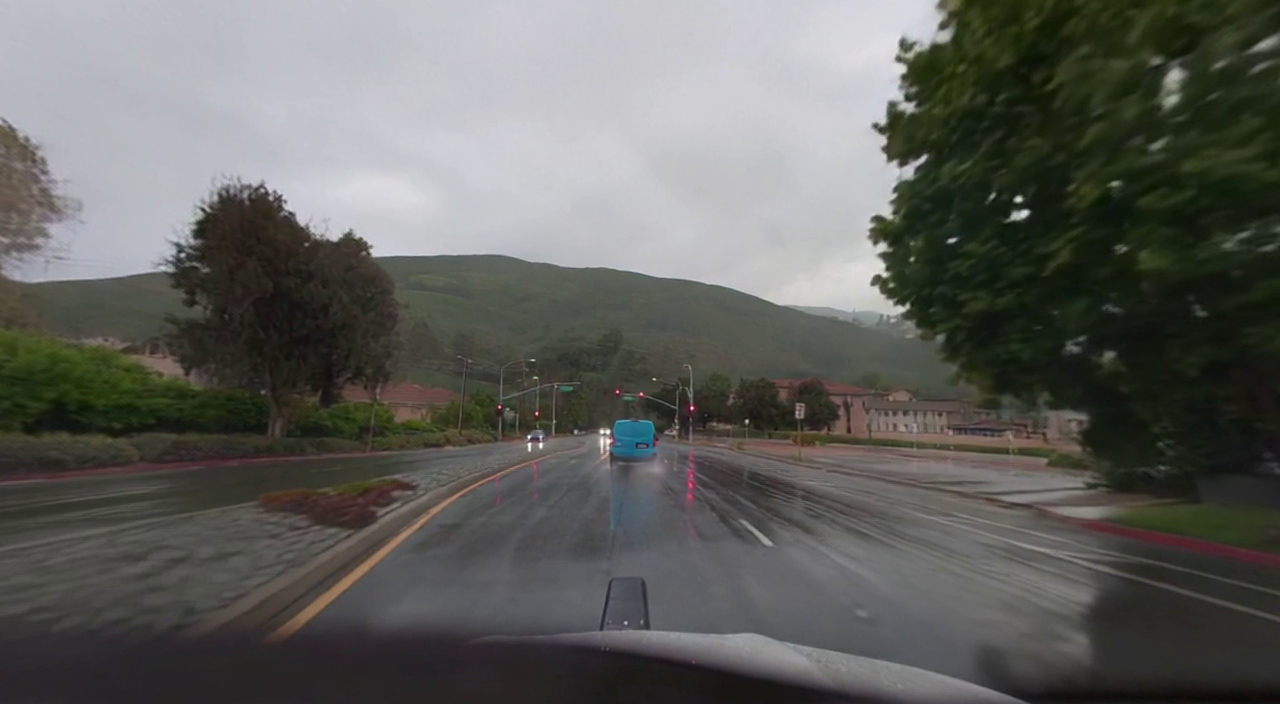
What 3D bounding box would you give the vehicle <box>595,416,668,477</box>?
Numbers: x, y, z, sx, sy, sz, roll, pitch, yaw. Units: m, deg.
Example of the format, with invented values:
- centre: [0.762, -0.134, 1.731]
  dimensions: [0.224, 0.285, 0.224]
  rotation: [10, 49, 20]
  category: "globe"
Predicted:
- centre: [-0.274, 3.154, 21.141]
  dimensions: [2.185, 1.822, 4.391]
  rotation: [0, -8, 0]
  category: "vehicle"
